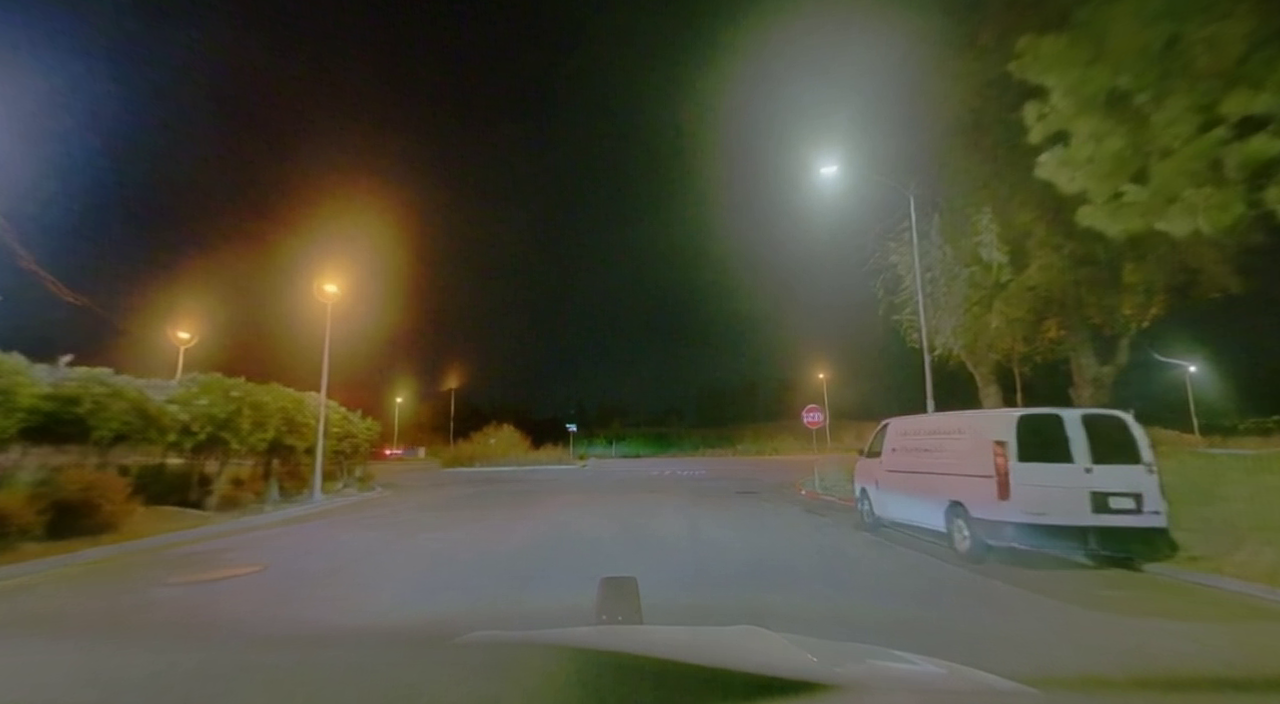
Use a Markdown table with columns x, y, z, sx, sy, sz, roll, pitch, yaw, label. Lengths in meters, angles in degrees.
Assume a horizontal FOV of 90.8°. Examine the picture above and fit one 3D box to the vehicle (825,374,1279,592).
| x | y | z | sx | sy | sz | roll | pitch | yaw | label |
| --- | --- | --- | --- | --- | --- | --- | --- | --- | --- |
| 5.235 | 1.798 | 9.680 | 2.659 | 2.245 | 5.991 | 0 | -8 | -3 | vehicle |
